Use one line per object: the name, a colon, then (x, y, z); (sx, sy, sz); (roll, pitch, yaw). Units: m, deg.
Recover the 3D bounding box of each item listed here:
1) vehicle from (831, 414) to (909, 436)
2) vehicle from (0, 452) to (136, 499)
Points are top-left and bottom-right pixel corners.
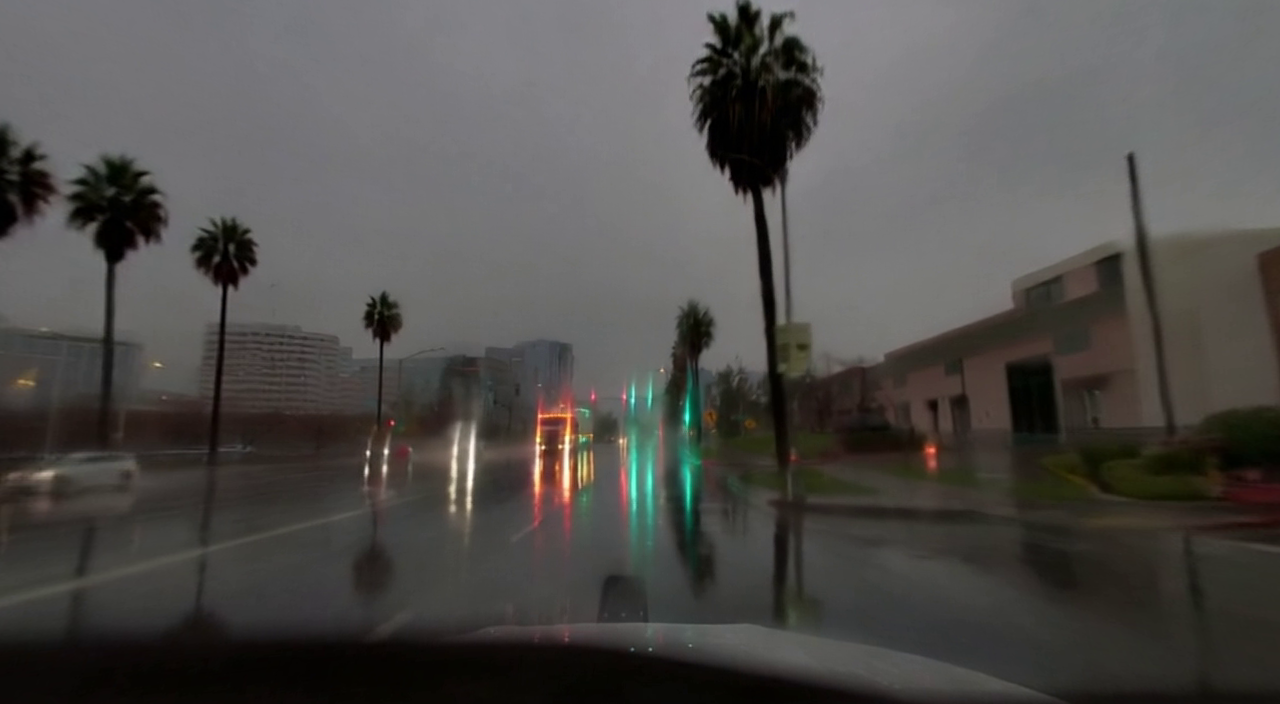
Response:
vehicle: (15.863, 5.056, 43.504); (4.663, 1.457, 2.045); (-1, -6, 3)
vehicle: (-22.181, 4.627, 23.965); (1.945, 1.504, 4.566); (0, -8, 2)
